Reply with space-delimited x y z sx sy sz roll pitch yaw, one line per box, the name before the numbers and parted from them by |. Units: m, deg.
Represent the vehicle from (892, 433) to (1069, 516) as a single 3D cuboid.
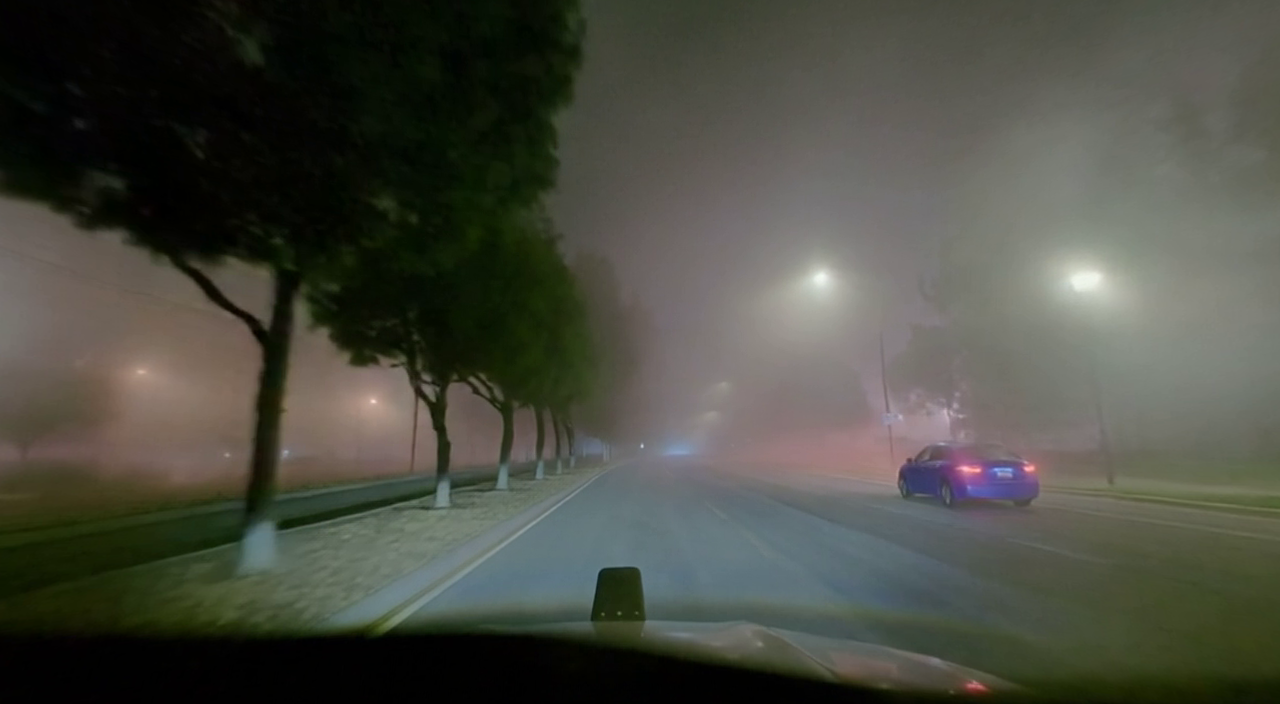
vehicle | 7.005 2.531 13.463 1.797 1.518 3.433 0 -9 0
